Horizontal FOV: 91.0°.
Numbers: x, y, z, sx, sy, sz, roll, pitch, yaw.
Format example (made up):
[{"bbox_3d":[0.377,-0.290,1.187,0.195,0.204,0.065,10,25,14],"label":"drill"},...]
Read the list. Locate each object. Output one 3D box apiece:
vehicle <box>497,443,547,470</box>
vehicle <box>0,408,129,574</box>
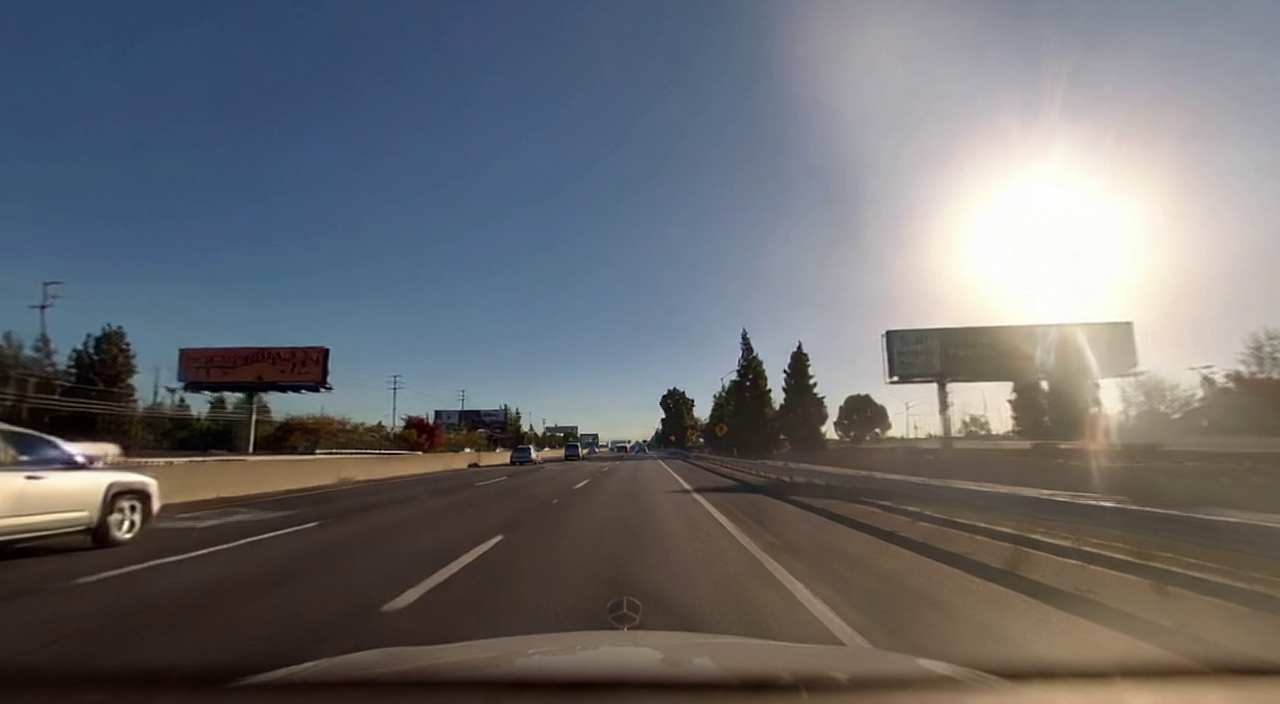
[{"bbox_3d":[-7.013,6.262,37.944,2.008,1.520,4.731,0,-9,1],"label":"vehicle"},{"bbox_3d":[-7.585,1.283,5.552,2.055,1.683,4.804,0,-9,0],"label":"vehicle"}]
